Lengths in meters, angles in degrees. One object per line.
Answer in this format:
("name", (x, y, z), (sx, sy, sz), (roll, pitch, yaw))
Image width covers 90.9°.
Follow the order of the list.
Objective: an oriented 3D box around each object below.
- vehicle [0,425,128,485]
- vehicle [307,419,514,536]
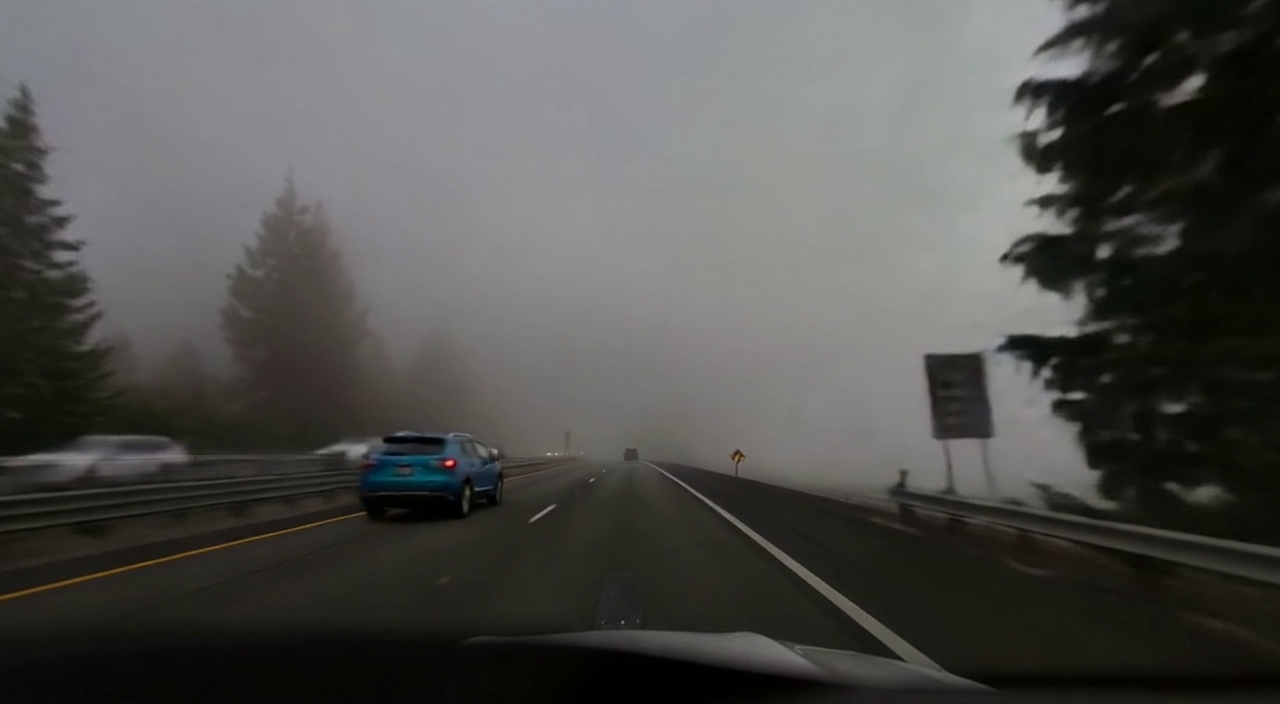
("vehicle", (-16.898, 2.823, 17.300), (1.825, 1.477, 4.578), (0, -9, 0))
("vehicle", (-3.952, 2.267, 11.903), (2.135, 1.755, 4.476), (0, -9, 1))
